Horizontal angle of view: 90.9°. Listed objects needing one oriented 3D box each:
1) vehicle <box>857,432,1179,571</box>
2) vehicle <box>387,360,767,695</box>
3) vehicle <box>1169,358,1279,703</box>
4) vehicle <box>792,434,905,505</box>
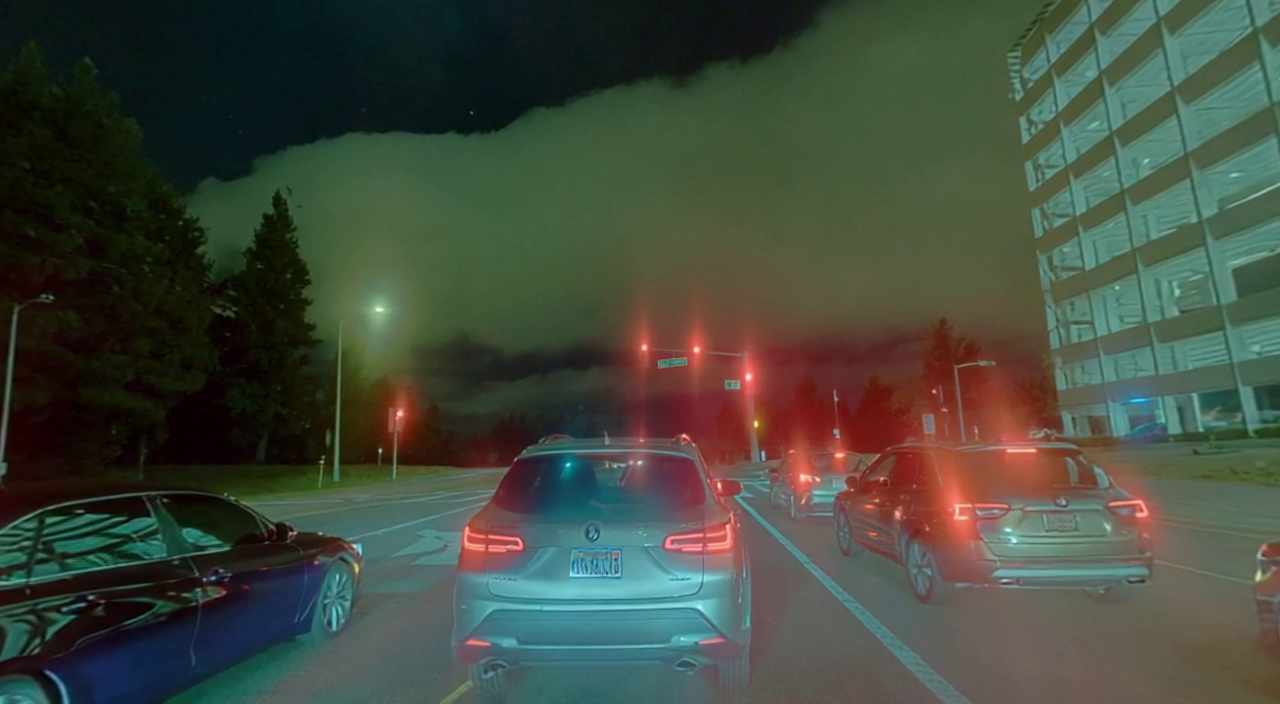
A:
[{"bbox_3d":[4.902,1.965,9.180,1.963,1.480,4.553,0,-8,2],"label":"vehicle"},{"bbox_3d":[-0.209,1.236,5.568,2.021,1.742,4.295,-1,-8,4],"label":"vehicle"},{"bbox_3d":[4.052,0.605,1.105,1.993,1.719,4.953,0,-8,1],"label":"vehicle"},{"bbox_3d":[5.330,3.034,16.734,1.994,1.638,4.100,-1,-8,6],"label":"vehicle"}]
